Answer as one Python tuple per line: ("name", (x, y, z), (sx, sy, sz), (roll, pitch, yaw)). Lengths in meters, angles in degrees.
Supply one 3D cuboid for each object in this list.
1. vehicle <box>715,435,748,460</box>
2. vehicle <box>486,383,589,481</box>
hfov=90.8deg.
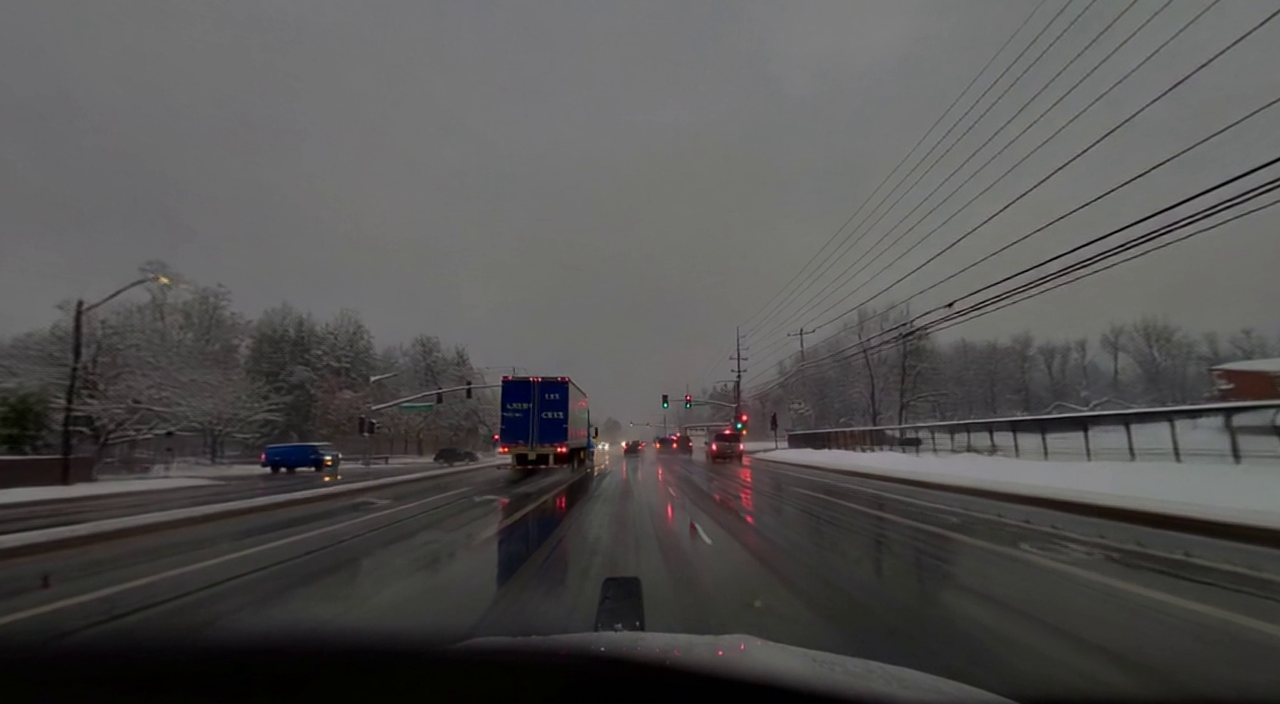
("vehicle", (6.338, 6.620, 43.867), (2.102, 1.662, 4.533), (-1, -8, 7))
("vehicle", (-3.845, 3.365, 25.923), (2.889, 3.347, 8.285), (0, -8, 0))
